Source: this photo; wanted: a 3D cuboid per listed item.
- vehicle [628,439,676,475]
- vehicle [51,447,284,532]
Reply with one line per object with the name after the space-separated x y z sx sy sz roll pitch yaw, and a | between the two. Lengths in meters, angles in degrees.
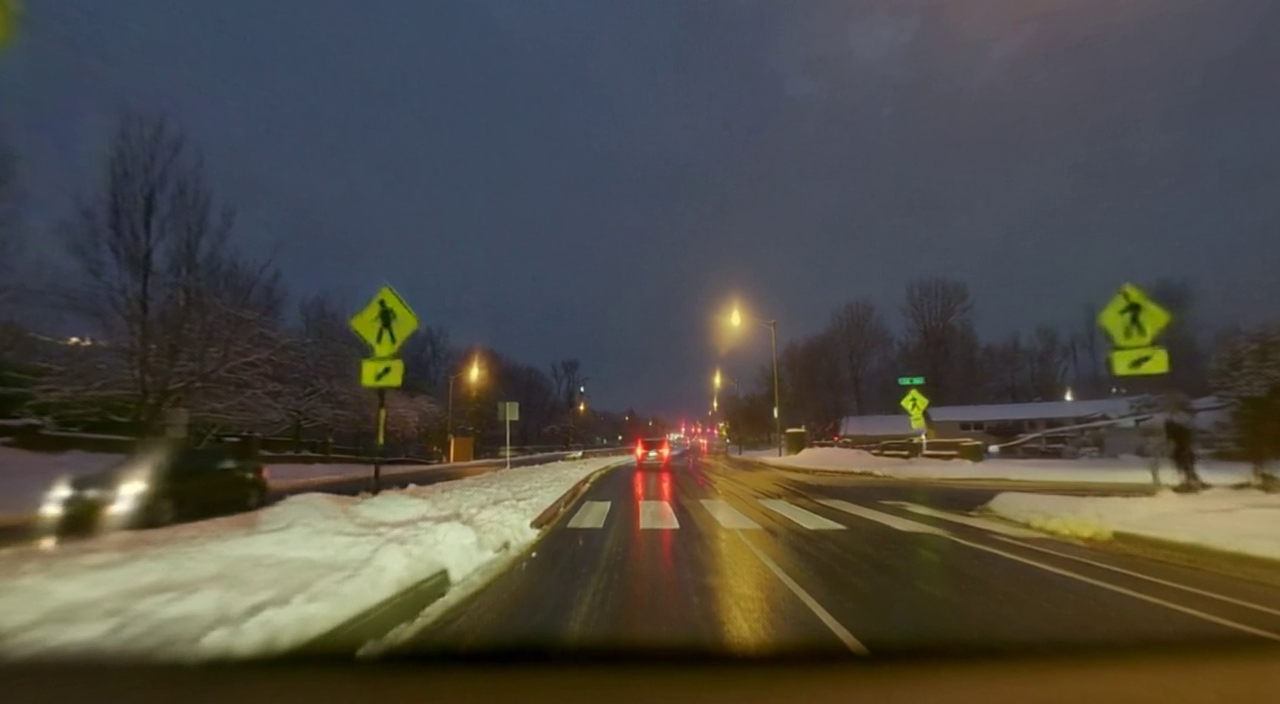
0.610 5.075 30.691 2.158 1.600 3.865 -1 -8 2 | vehicle
-10.451 3.011 14.484 2.197 1.606 4.034 0 -8 0 | vehicle
